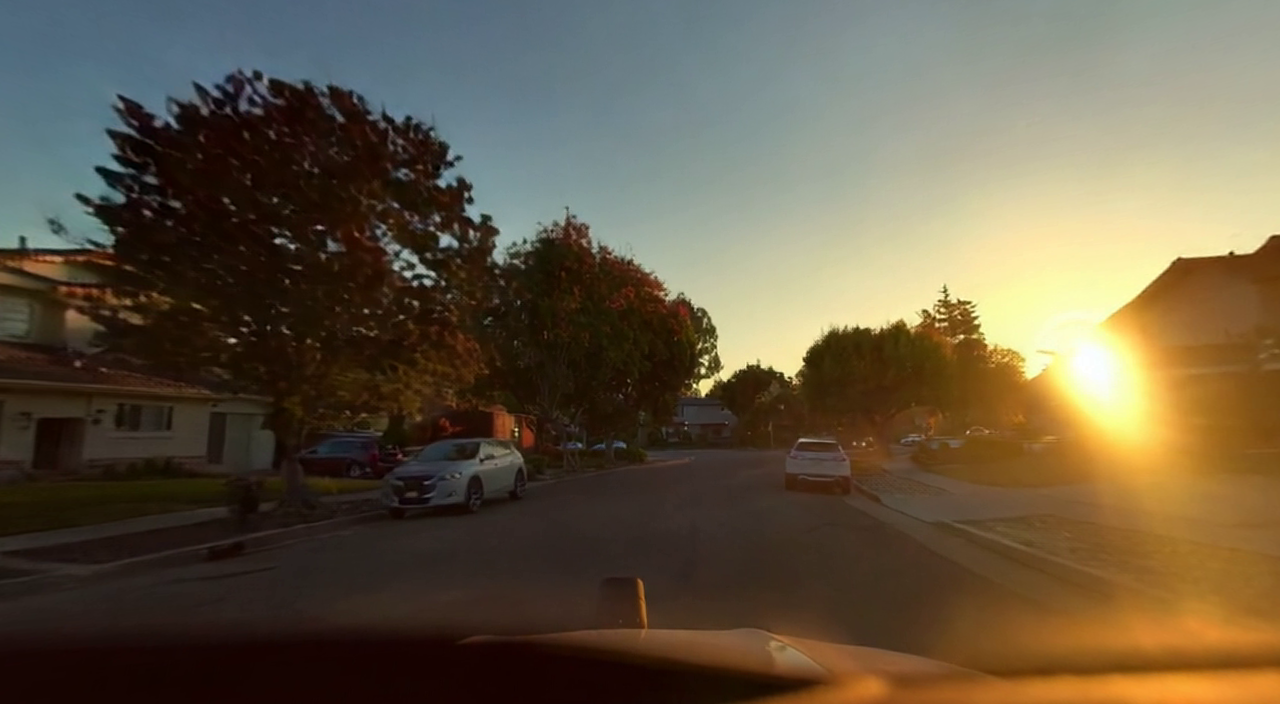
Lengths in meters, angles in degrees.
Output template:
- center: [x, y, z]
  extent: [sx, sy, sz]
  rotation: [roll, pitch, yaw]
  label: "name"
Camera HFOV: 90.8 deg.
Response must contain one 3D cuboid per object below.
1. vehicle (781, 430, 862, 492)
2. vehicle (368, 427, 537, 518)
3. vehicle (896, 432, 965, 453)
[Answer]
- center: [5.448, 3.304, 19.537]
  extent: [2.075, 1.657, 4.648]
  rotation: [-2, -9, 13]
  label: "vehicle"
- center: [-4.171, 2.727, 15.012]
  extent: [2.041, 1.762, 4.508]
  rotation: [-3, -8, 10]
  label: "vehicle"
- center: [22.535, 7.043, 49.180]
  extent: [4.554, 1.521, 1.937]
  rotation: [-3, -9, 17]
  label: "vehicle"
